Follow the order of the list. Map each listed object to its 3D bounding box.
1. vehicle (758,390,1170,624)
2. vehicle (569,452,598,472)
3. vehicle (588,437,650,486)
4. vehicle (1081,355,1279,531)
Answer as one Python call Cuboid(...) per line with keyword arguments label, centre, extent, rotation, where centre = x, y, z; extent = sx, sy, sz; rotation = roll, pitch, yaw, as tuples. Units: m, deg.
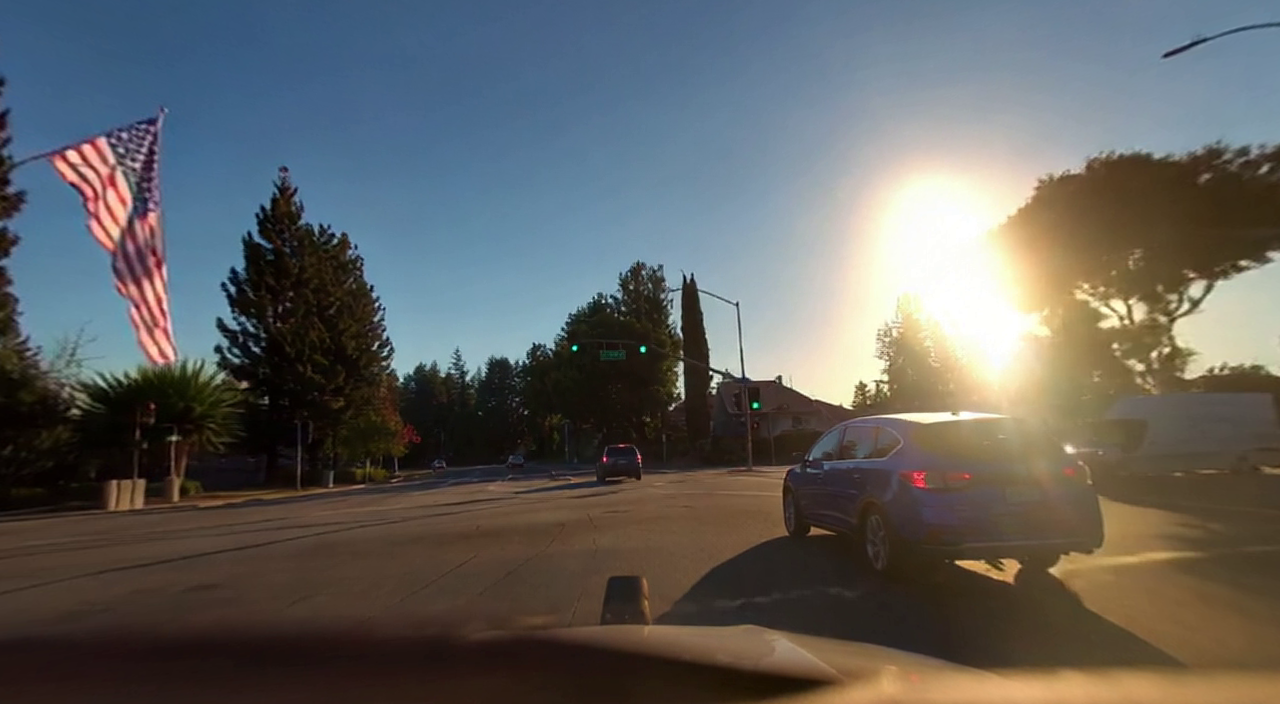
Cuboid(label="vehicle", centre=(2.798, 1.455, 6.947), extent=(2.024, 1.686, 4.588), rotation=(0, -8, -1))
Cuboid(label="vehicle", centre=(-4.504, 8.613, 49.592), extent=(1.887, 1.458, 4.275), rotation=(1, -8, -10))
Cuboid(label="vehicle", centre=(-0.989, 4.498, 26.294), extent=(2.185, 1.822, 4.583), rotation=(1, -8, -7))
Cuboid(label="vehicle", centre=(9.456, 1.458, 10.260), extent=(2.578, 2.251, 4.782), rotation=(-4, -9, 22))
